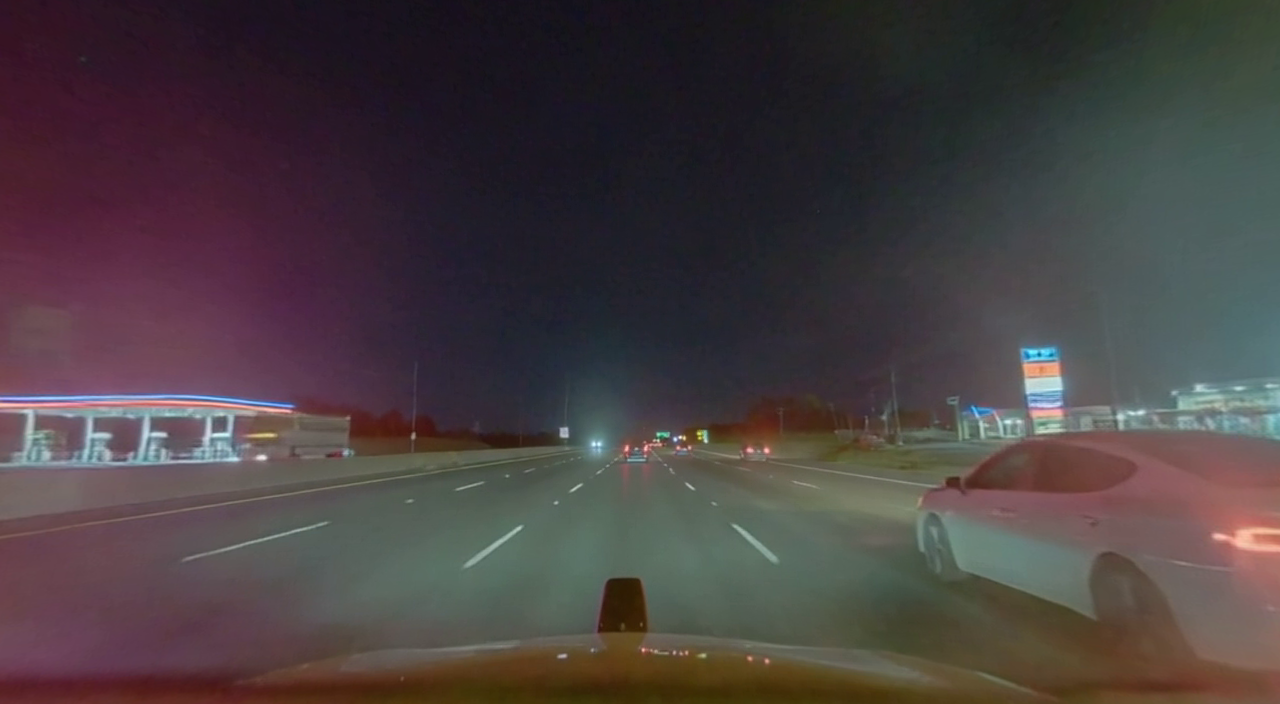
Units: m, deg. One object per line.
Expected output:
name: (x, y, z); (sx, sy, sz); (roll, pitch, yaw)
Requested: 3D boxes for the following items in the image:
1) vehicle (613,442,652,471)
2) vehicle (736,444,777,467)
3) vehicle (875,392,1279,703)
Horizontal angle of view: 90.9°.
vehicle: (-0.422, 5.759, 34.980); (1.999, 1.473, 4.351); (0, -8, -1)
vehicle: (7.666, 6.848, 41.987); (1.867, 1.463, 4.295); (0, -8, -1)
vehicle: (3.540, 1.174, 4.225); (2.172, 1.490, 4.668); (0, -8, 1)
